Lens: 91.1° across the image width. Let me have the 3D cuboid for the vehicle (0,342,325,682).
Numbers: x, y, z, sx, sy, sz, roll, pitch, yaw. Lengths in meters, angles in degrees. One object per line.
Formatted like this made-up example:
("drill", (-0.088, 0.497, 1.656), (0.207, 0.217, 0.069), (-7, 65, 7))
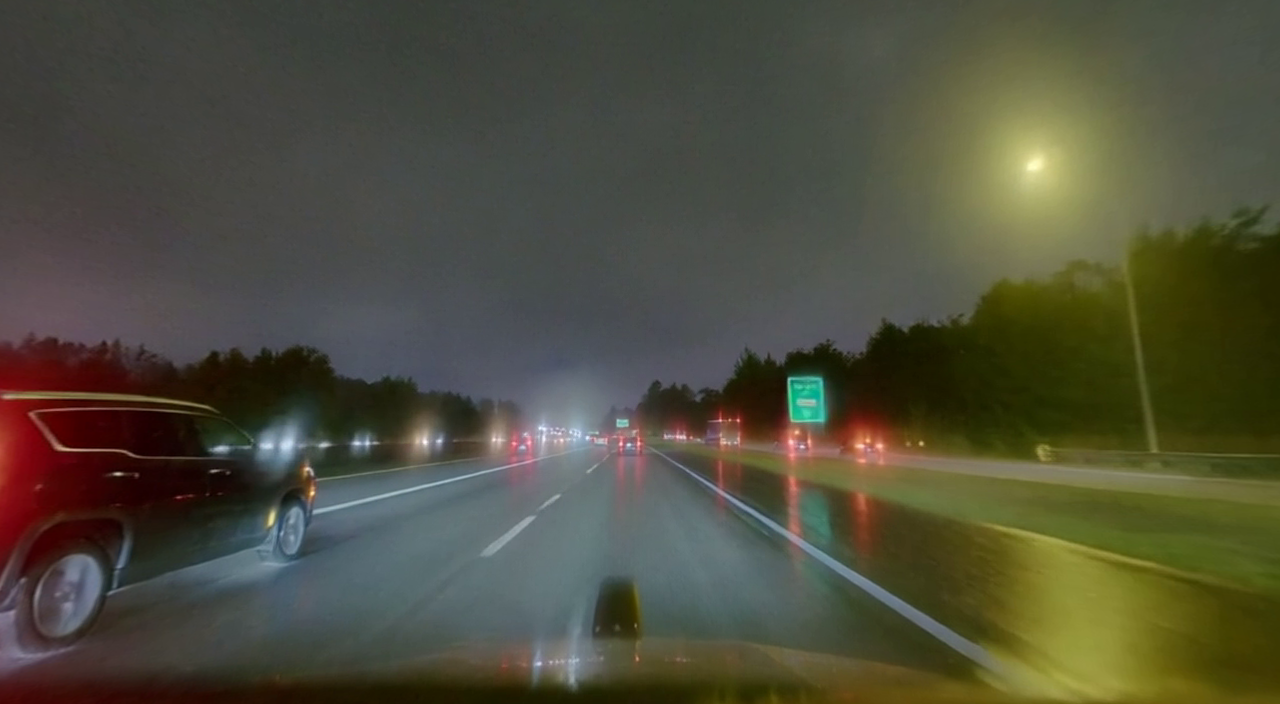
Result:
("vehicle", (-4.469, 1.047, 4.723), (1.971, 1.822, 4.366), (0, -8, -1))

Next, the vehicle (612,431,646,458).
("vehicle", (-0.658, 5.778, 39.516), (2.002, 1.611, 3.778), (0, -8, 0))

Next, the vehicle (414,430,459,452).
("vehicle", (-16.085, 7.031, 49.983), (2.070, 1.653, 4.378), (0, -8, 0))

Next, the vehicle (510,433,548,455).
("vehicle", (-8.206, 6.830, 46.834), (1.953, 1.524, 4.863), (0, -8, 0))

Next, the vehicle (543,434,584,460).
("vehicle", (-4.359, 5.466, 36.403), (1.909, 1.445, 4.087), (0, -8, 0))
